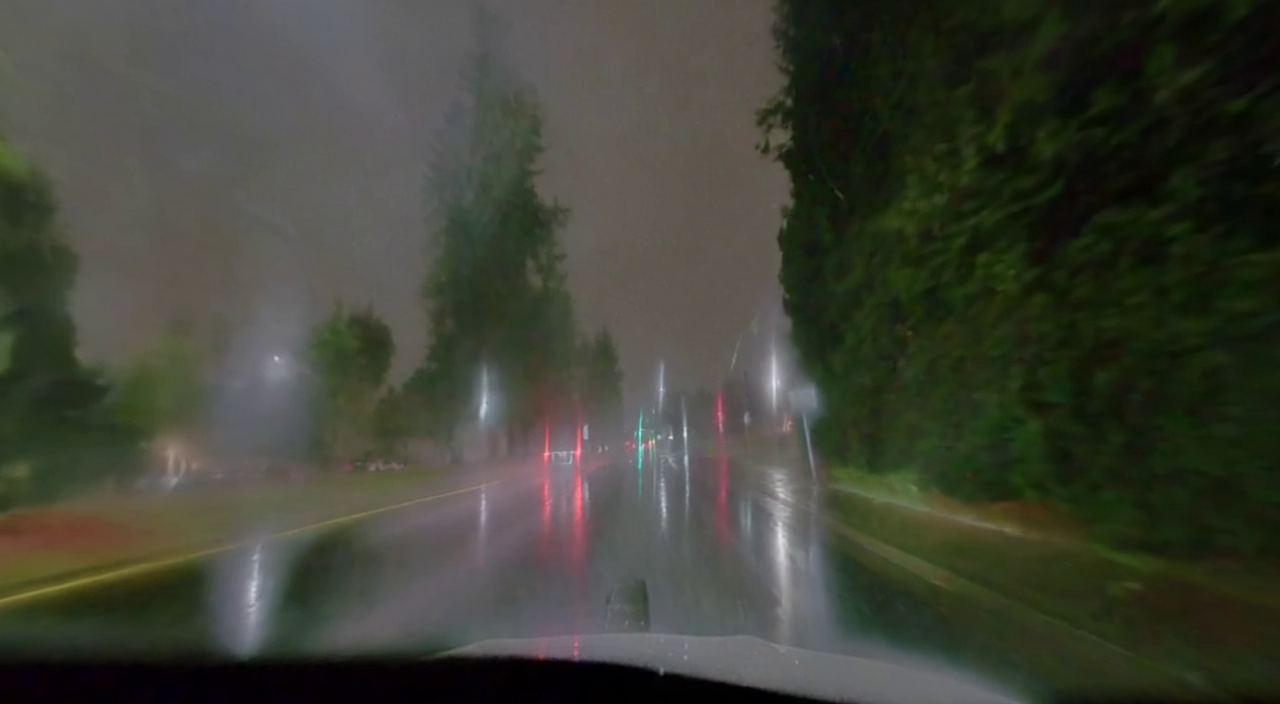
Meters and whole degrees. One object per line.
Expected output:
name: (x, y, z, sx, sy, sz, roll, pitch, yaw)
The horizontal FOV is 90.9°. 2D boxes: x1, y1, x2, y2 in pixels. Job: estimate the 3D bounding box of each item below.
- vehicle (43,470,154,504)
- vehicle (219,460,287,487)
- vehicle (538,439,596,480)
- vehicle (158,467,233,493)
vehicle: (-29.505, 7.356, 34.591, 1.912, 1.475, 4.918, -1, -8, -3)
vehicle: (-29.694, 9.315, 48.580, 1.992, 1.792, 4.929, 0, -8, 2)
vehicle: (-3.220, 4.819, 28.635, 2.016, 1.694, 4.335, 0, -8, 2)
vehicle: (-29.782, 8.567, 42.406, 1.862, 1.478, 4.488, -1, -8, 0)
